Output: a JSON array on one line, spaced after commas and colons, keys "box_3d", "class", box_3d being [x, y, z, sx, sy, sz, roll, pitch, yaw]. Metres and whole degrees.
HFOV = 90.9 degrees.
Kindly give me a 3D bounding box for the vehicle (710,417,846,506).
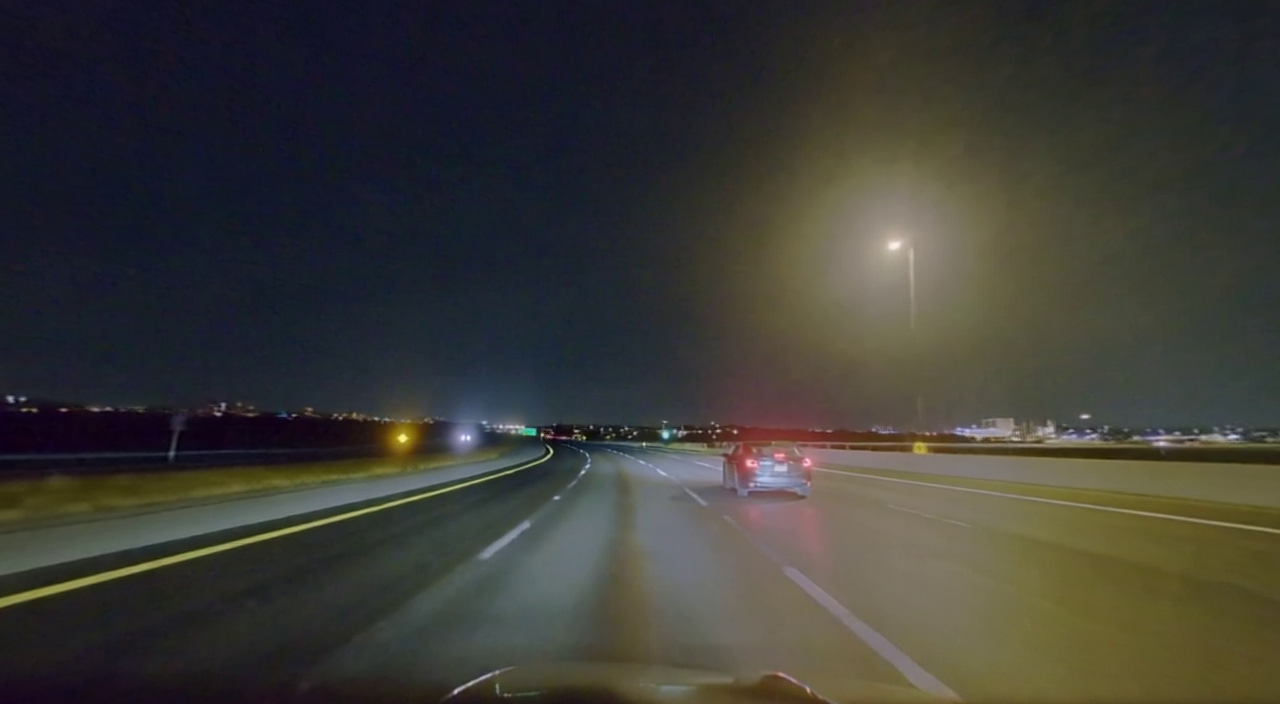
[{"box_3d": [2.951, 2.471, 14.584, 2.059, 1.715, 4.192, 0, -8, -2], "class": "vehicle"}]
